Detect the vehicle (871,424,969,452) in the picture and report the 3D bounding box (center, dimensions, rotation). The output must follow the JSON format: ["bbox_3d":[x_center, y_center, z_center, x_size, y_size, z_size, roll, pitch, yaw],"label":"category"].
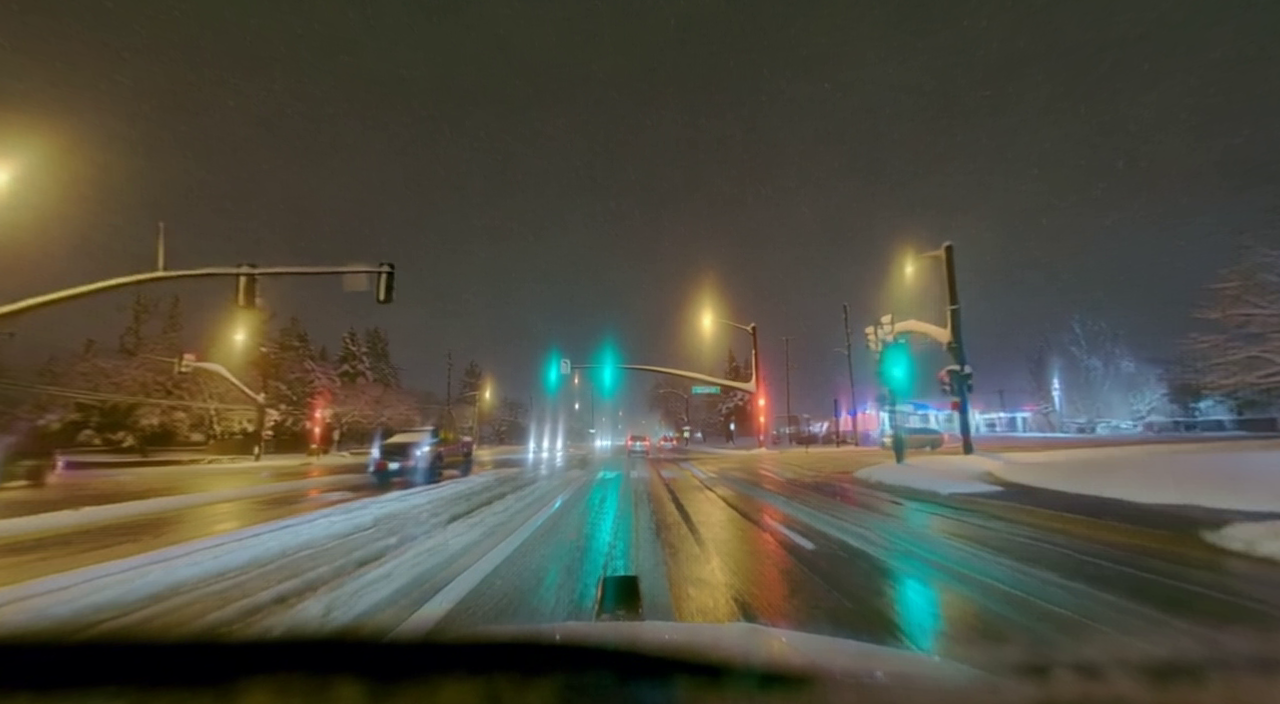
[{"bbox_3d":[16.340,5.062,37.053,4.727,1.585,2.066,0,-8,1],"label":"vehicle"}]

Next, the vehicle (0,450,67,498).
[{"bbox_3d":[-21.703,4.133,21.769,1.927,1.457,4.444,5,-9,-30],"label":"vehicle"}]

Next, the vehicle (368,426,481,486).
[{"bbox_3d":[-6.743,3.314,20.387,2.074,1.692,4.333,0,-8,1],"label":"vehicle"}]
